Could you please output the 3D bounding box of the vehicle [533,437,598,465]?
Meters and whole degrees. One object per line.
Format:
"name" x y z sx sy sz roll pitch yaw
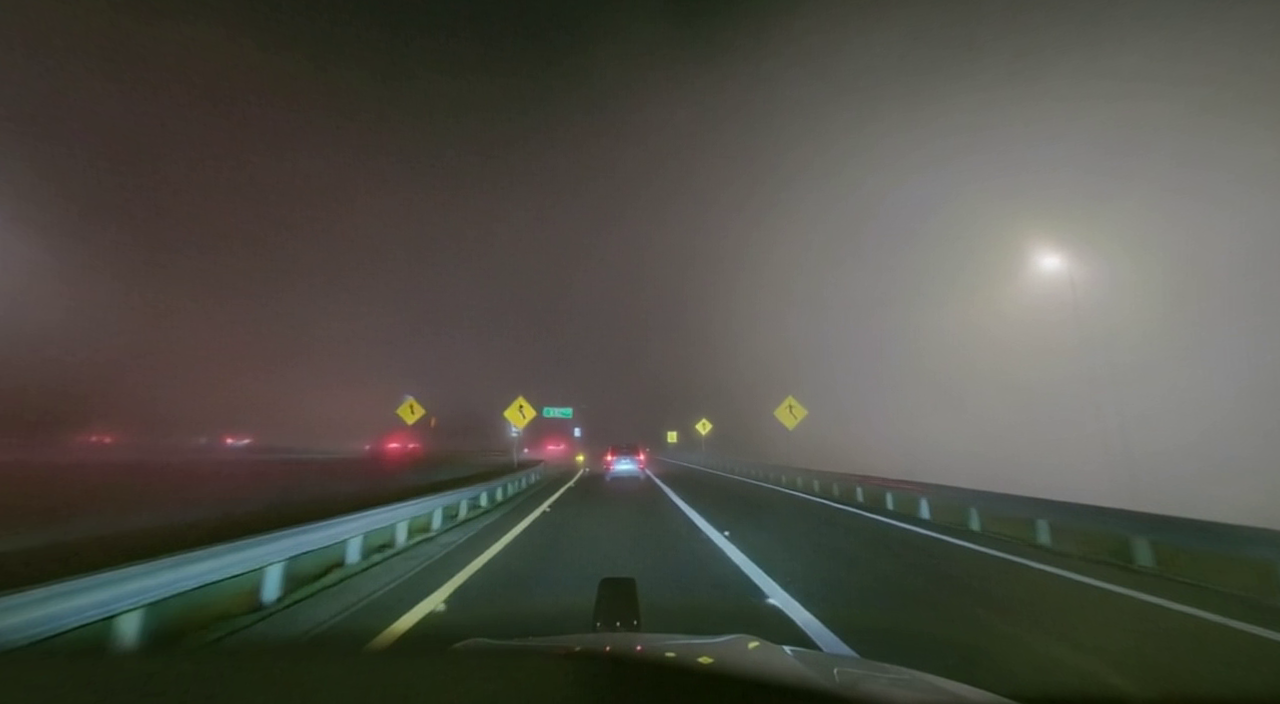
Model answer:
"vehicle" -4.467 5.838 36.918 2.018 1.505 4.278 6 -11 -34

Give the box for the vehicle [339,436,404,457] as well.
"vehicle" -19.728 6.979 46.067 3.904 1.482 1.834 -1 -9 7

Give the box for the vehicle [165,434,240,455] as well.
"vehicle" -32.029 6.780 45.977 4.005 1.472 1.807 1 -9 -4

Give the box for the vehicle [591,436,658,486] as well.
"vehicle" -0.529 3.612 20.943 2.006 1.486 3.950 0 -9 -2
